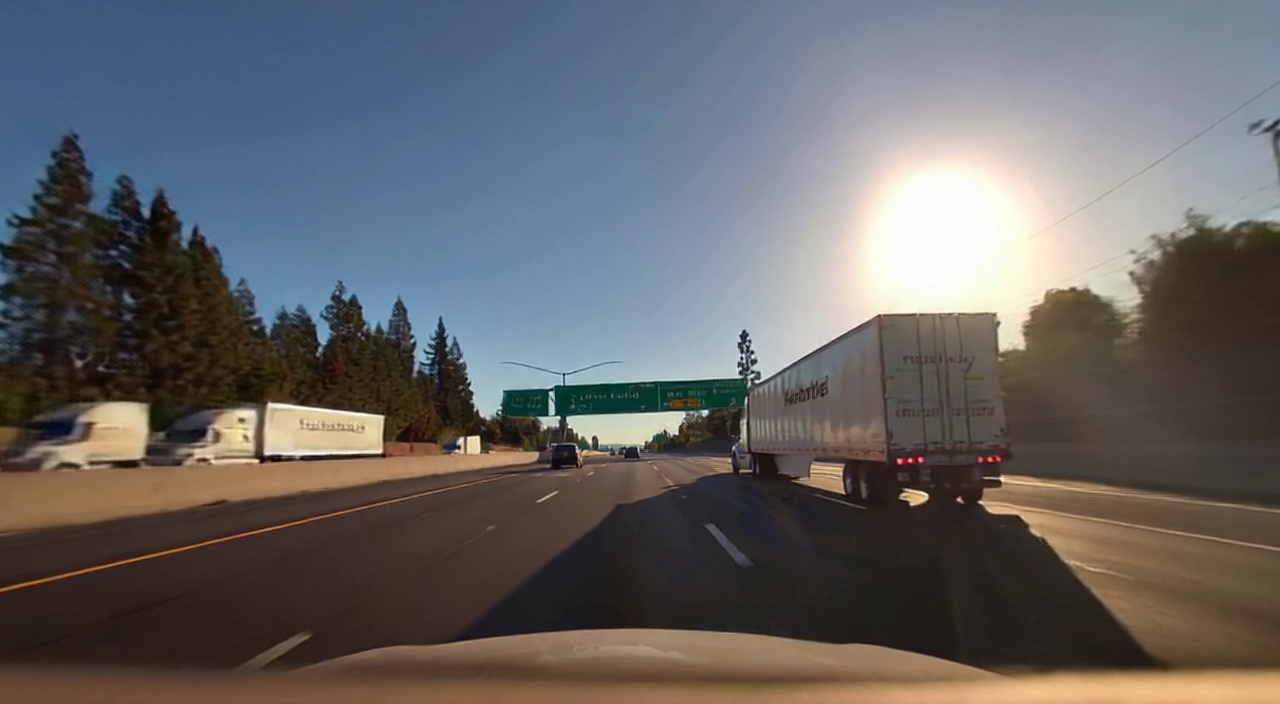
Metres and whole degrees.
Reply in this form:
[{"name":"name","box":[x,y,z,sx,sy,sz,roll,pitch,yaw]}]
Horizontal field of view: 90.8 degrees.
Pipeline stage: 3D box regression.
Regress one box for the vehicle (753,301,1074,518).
[{"name":"vehicle","box":[6.632,2.270,20.077,2.919,4.195,15.833,0,-9,-1]}]

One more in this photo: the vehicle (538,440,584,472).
[{"name":"vehicle","box":[-4.356,5.802,35.319,2.027,1.651,4.099,0,-9,0]}]

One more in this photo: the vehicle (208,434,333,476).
[{"name":"vehicle","box":[-17.583,4.950,30.567,2.410,1.798,6.090,0,-9,0]}]

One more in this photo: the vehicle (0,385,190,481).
[{"name":"vehicle","box":[-25.154,3.719,28.124,3.102,3.541,9.922,0,-9,-2]}]
